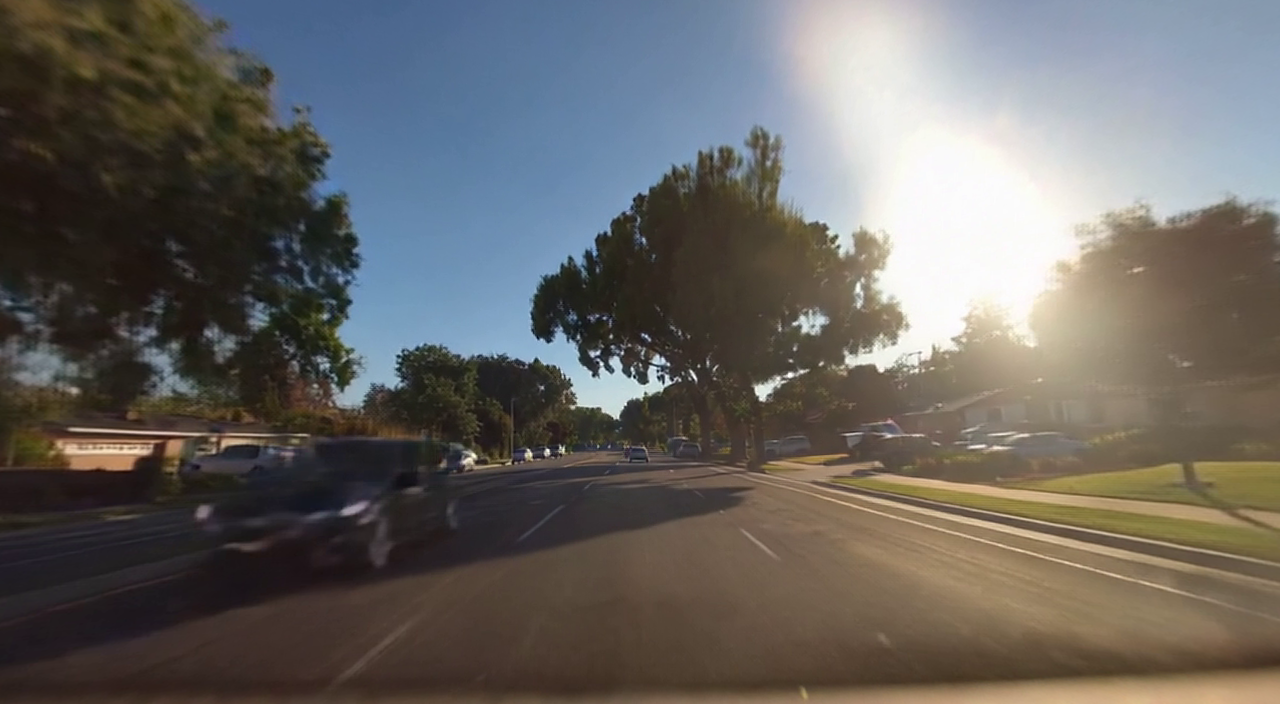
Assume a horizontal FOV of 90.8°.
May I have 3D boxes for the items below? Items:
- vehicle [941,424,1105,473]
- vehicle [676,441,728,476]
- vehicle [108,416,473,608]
[{"bbox_3d":[12.600,3.208,21.024,4.183,1.516,1.884,-1,-8,2],"label":"vehicle"},{"bbox_3d":[2.928,5.146,30.751,1.983,1.557,4.078,0,-8,-2],"label":"vehicle"},{"bbox_3d":[-3.692,1.745,7.853,2.076,1.688,4.284,0,-8,0],"label":"vehicle"}]
